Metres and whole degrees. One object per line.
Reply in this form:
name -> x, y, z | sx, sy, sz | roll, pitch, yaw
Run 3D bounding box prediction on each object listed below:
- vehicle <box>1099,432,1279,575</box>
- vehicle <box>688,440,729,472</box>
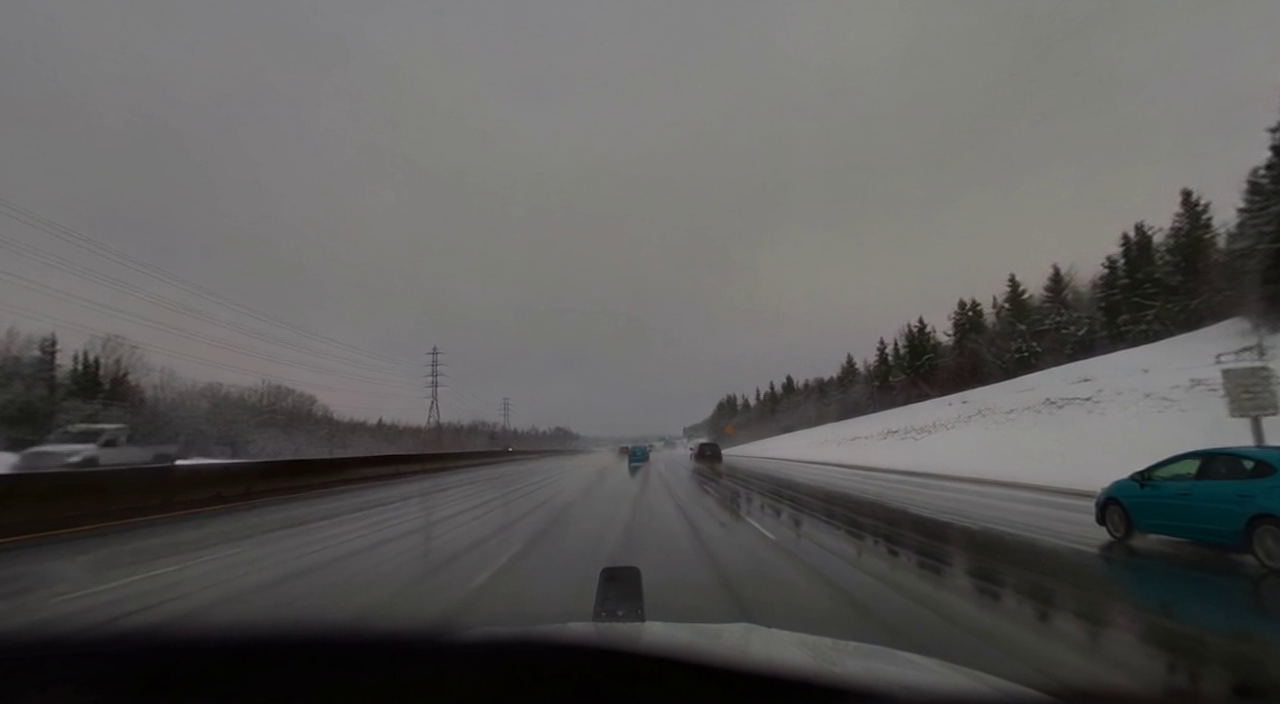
vehicle -> 7.974, 1.698, 7.117 | 1.970, 1.545, 4.818 | 0, -8, 0
vehicle -> 4.092, 6.313, 38.408 | 2.159, 1.782, 4.673 | 0, -8, 2
